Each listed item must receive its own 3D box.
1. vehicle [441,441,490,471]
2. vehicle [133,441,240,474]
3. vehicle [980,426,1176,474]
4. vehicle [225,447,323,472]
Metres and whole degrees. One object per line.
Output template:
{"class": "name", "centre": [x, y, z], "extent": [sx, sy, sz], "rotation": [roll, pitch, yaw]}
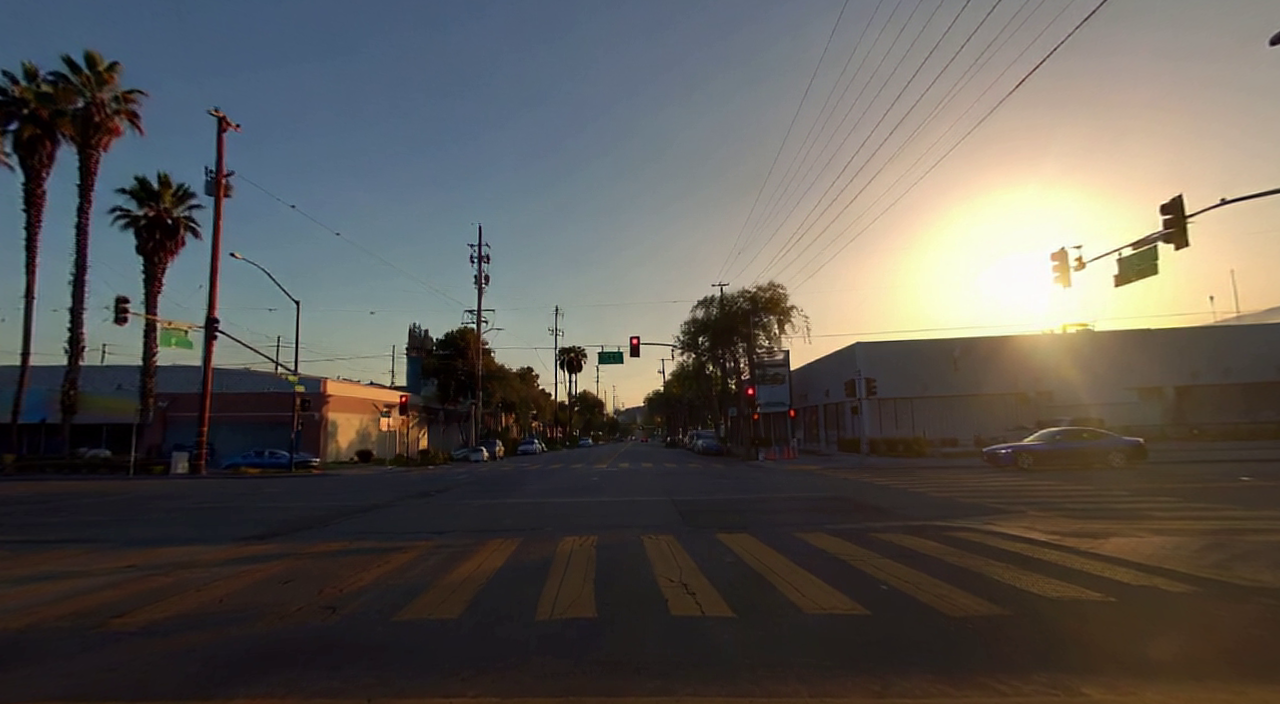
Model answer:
{"class": "vehicle", "centre": [-11.942, 7.112, 43.539], "extent": [2.016, 1.717, 4.287], "rotation": [0, -6, 1]}
{"class": "vehicle", "centre": [-25.904, 6.048, 36.214], "extent": [4.613, 1.820, 2.021], "rotation": [-1, -8, 4]}
{"class": "vehicle", "centre": [14.331, 3.251, 20.962], "extent": [4.918, 1.479, 1.897], "rotation": [-1, -8, 7]}
{"class": "vehicle", "centre": [-22.290, 6.552, 38.610], "extent": [4.849, 1.444, 1.881], "rotation": [-1, -8, 1]}
